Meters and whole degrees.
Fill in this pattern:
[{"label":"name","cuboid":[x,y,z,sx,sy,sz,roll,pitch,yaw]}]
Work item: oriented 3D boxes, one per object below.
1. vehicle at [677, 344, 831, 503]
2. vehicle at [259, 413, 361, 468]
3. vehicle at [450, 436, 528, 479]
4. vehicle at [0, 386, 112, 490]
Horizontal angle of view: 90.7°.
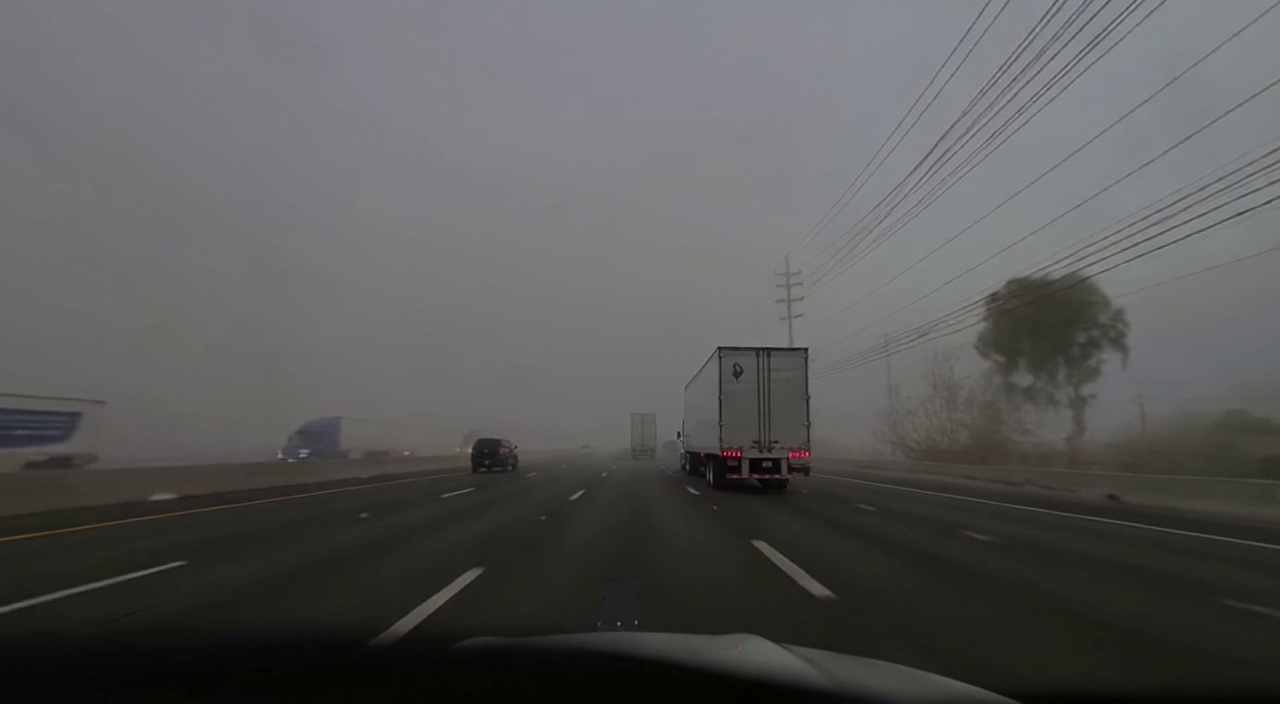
[{"label":"vehicle","cuboid":[3.451,3.080,24.828,2.892,4.152,16.575,0,-9,0]},{"label":"vehicle","cuboid":[-24.486,6.717,47.662,2.894,3.754,8.528,0,-9,1]},{"label":"vehicle","cuboid":[-7.406,5.255,31.803,2.425,1.917,5.647,0,-9,1]},{"label":"vehicle","cuboid":[-28.608,3.137,23.357,2.823,4.374,17.794,0,-9,0]}]
